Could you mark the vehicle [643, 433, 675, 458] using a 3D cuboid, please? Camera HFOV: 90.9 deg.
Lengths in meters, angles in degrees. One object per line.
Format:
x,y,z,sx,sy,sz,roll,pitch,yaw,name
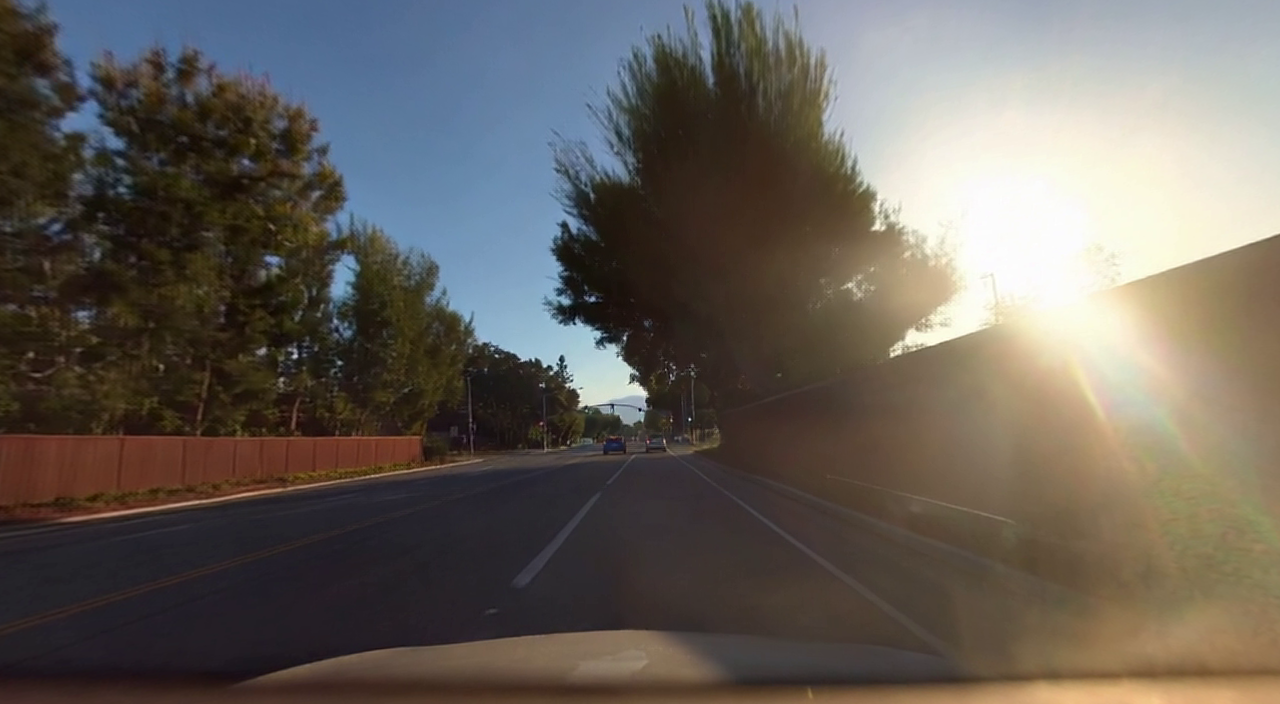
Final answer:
1.320,6.668,44.956,2.127,1.665,3.993,0,-8,1,vehicle
